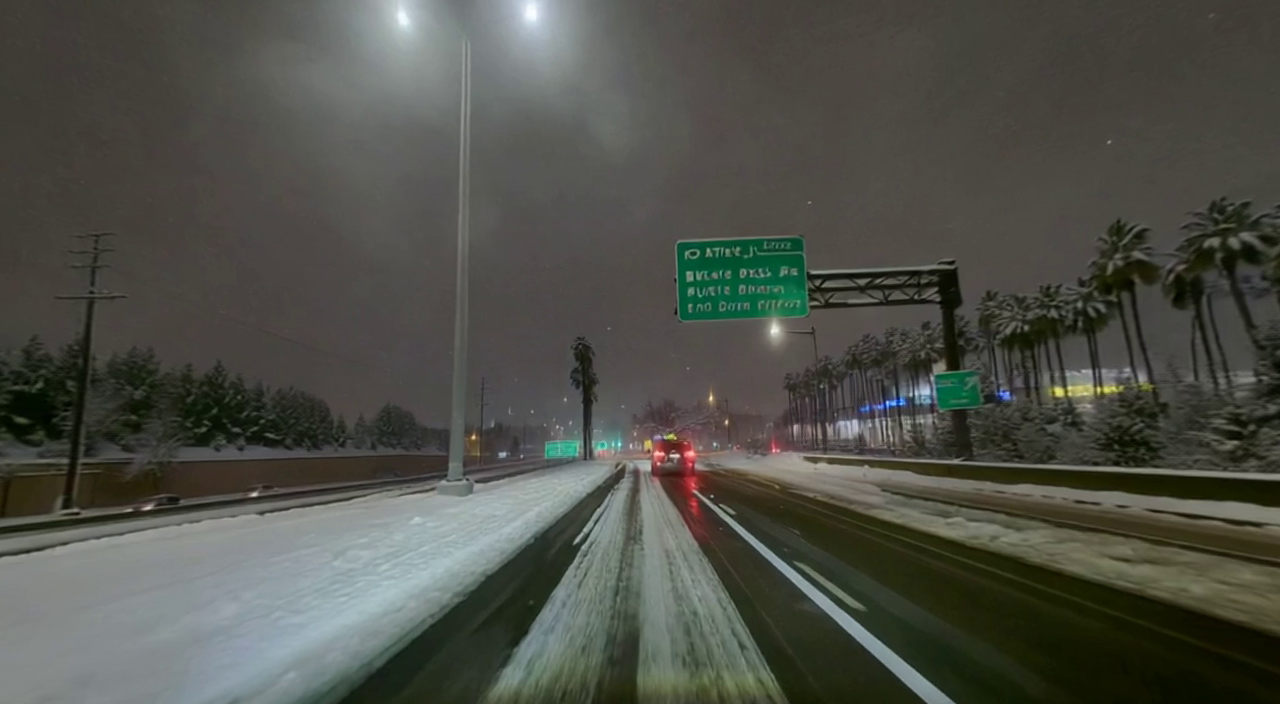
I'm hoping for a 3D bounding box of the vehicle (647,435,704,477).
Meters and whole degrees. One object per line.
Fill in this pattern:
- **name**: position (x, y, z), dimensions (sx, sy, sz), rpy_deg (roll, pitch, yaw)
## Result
- **vehicle**: position (1.494, 4.669, 28.328), dimensions (2.089, 1.718, 4.193), rpy_deg (0, -9, -3)
